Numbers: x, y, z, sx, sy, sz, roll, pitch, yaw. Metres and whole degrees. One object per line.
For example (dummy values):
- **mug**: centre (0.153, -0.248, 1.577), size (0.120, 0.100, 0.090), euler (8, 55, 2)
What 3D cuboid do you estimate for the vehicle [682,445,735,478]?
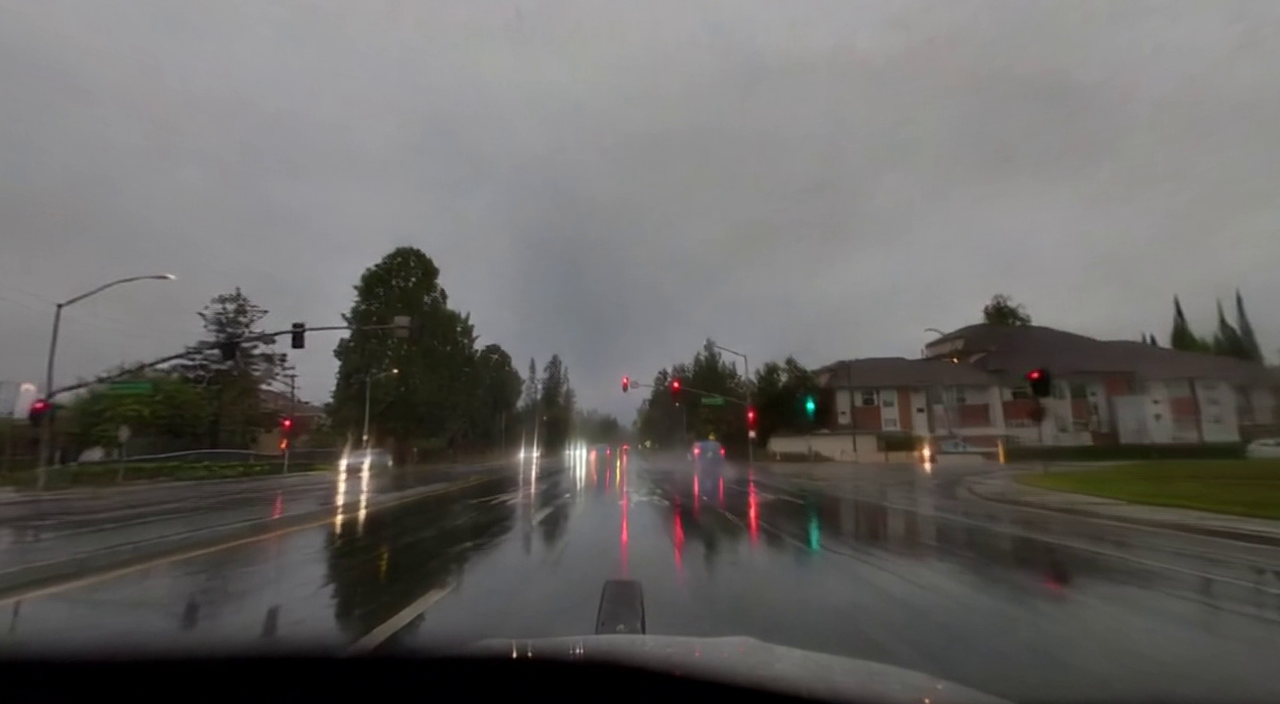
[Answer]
- **vehicle**: centre (3.297, 5.374, 31.393), size (2.068, 1.497, 4.247), euler (0, -8, -1)

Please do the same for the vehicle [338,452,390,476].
- **vehicle**: centre (-21.167, 8.546, 48.629), size (1.913, 1.700, 4.359), euler (0, -8, 1)
